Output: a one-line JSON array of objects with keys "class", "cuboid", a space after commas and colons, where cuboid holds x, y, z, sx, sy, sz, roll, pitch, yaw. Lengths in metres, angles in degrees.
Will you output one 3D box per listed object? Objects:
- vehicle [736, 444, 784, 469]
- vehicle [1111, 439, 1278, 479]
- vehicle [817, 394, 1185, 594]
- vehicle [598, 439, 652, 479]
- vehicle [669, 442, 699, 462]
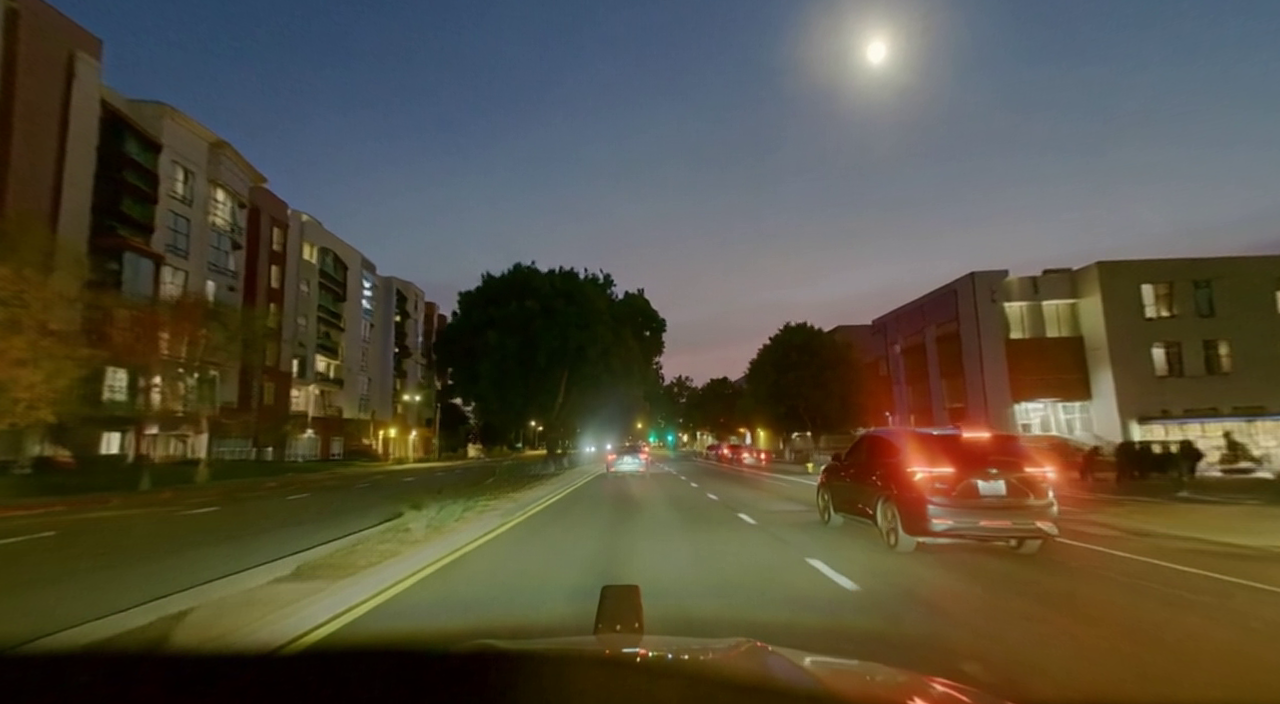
[{"class": "vehicle", "cuboid": [7.528, 6.588, 40.068, 1.962, 1.484, 4.644, 0, -9, -2]}, {"class": "vehicle", "cuboid": [22.142, 4.271, 25.388, 4.692, 1.499, 2.117, 0, -9, -1]}, {"class": "vehicle", "cuboid": [3.720, 1.532, 7.571, 1.949, 1.723, 4.020, 0, -9, -1]}, {"class": "vehicle", "cuboid": [-0.540, 4.276, 25.426, 2.006, 1.487, 3.535, 0, -9, 1]}, {"class": "vehicle", "cuboid": [3.395, 7.832, 49.545, 1.910, 1.474, 4.003, 0, -9, -2]}]
